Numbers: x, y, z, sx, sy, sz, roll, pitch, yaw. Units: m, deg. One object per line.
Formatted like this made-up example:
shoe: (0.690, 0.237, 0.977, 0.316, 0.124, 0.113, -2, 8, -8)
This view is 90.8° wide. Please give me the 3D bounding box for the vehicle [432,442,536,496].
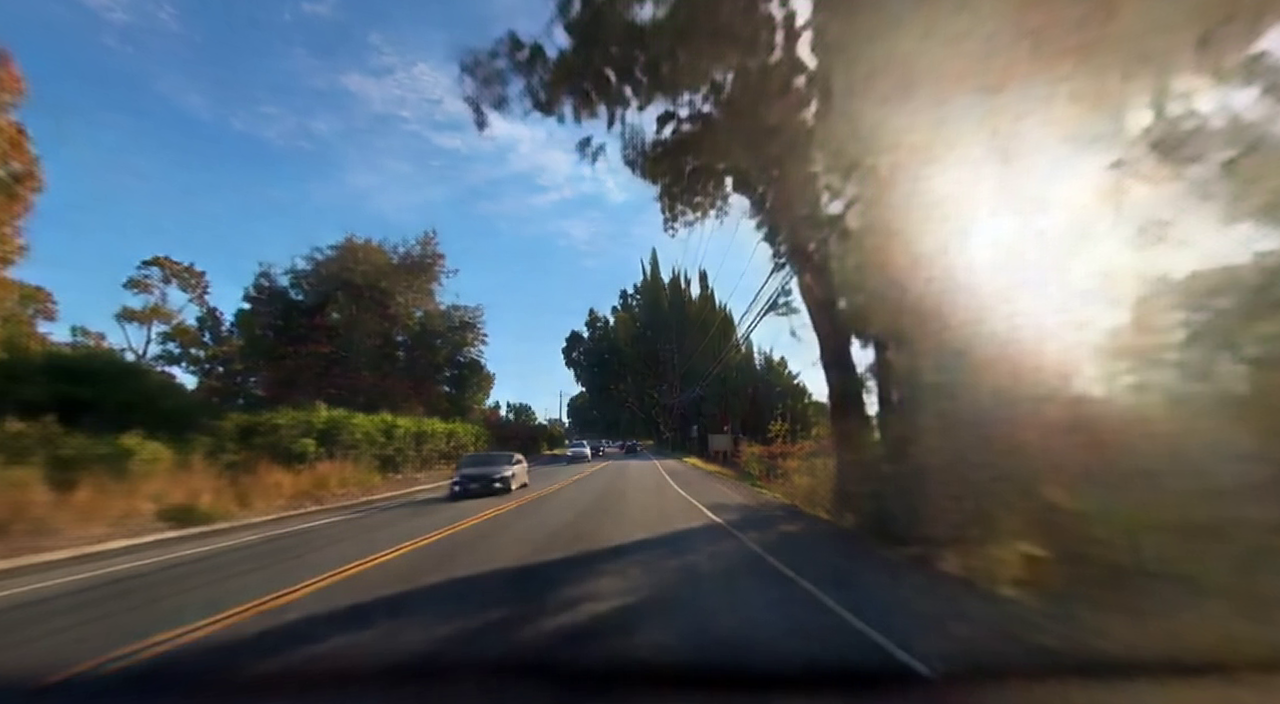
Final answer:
vehicle: (-4.740, 3.594, 19.881, 2.069, 1.471, 4.226, -1, -8, 2)
